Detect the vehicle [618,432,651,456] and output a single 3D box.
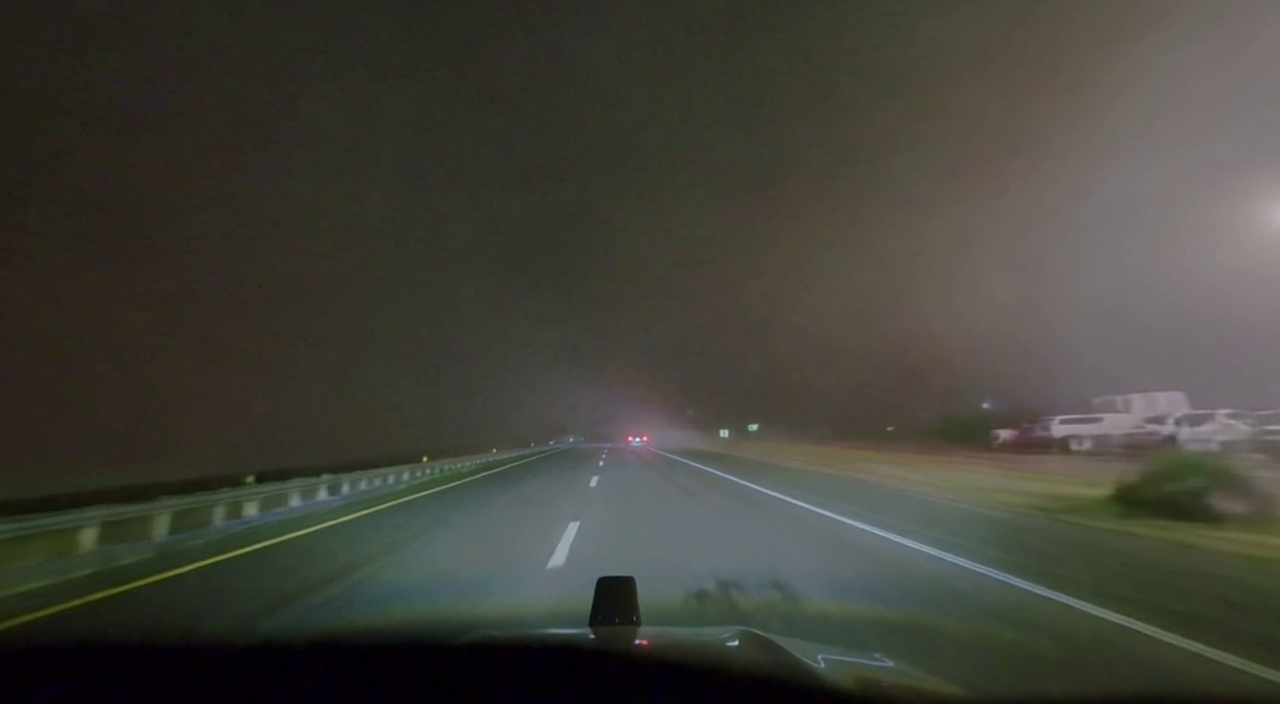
[{"bbox_3d":[-0.403,6.160,42.213,2.037,1.504,4.248,0,-8,-3],"label":"vehicle"}]
